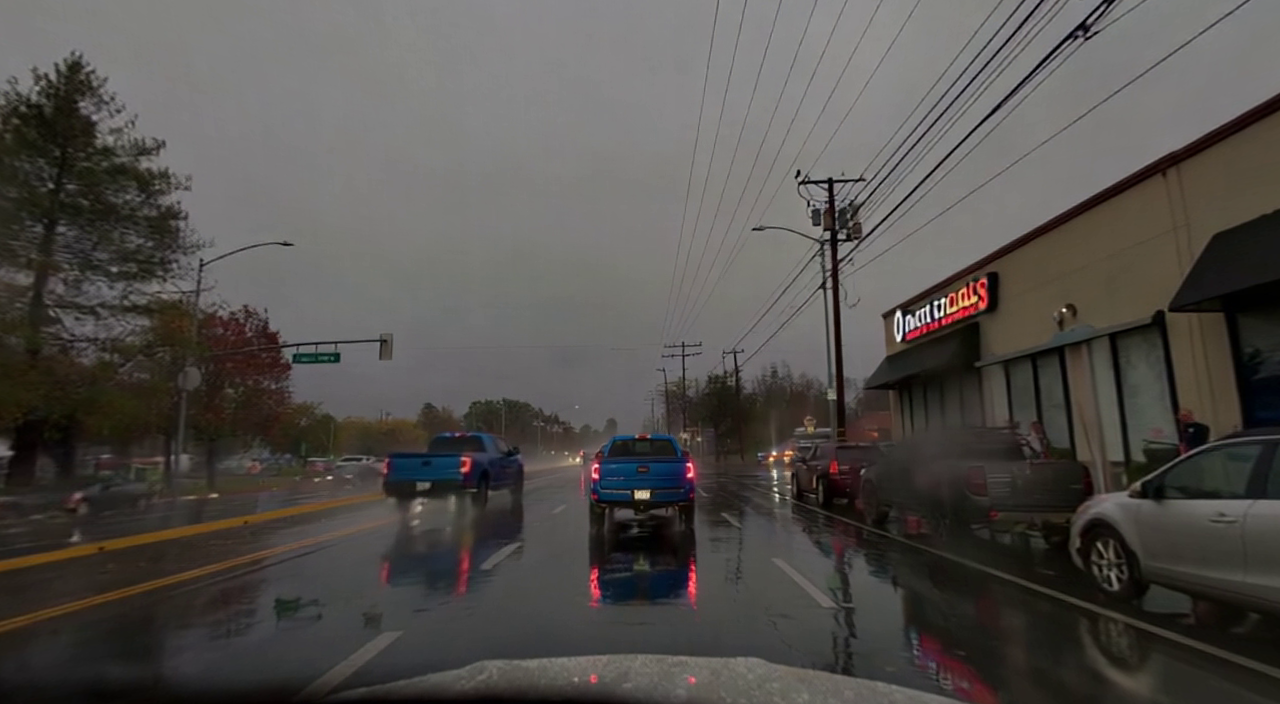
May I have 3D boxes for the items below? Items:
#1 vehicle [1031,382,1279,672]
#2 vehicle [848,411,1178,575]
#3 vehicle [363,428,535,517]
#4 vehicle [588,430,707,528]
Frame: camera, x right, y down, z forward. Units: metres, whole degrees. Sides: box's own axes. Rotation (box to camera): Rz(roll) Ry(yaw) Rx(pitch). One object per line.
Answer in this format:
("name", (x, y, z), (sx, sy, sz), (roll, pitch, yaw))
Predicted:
("vehicle", (4.918, 1.084, 3.917), (2.014, 1.755, 4.520), (0, -9, 0))
("vehicle", (4.929, 1.923, 9.450), (2.007, 1.786, 4.870), (0, -9, 1))
("vehicle", (-4.308, 2.820, 15.322), (2.140, 1.768, 5.092), (-1, -9, 6))
("vehicle", (0.184, 2.590, 13.481), (2.089, 1.699, 4.650), (0, -9, 1))
